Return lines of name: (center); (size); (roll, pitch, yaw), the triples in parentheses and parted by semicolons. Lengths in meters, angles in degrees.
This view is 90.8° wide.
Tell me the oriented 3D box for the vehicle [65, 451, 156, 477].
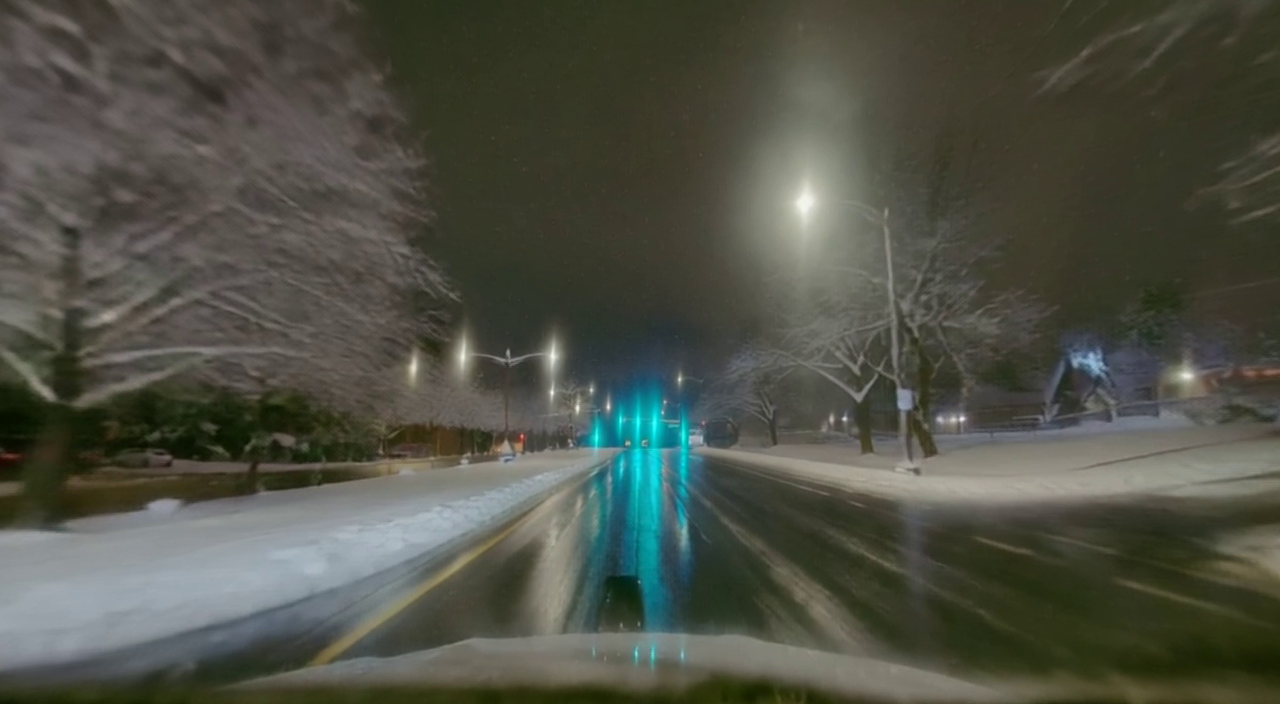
vehicle: (-37.752, 8.001, 45.128); (4.648, 1.491, 1.939); (-3, -8, -5)
